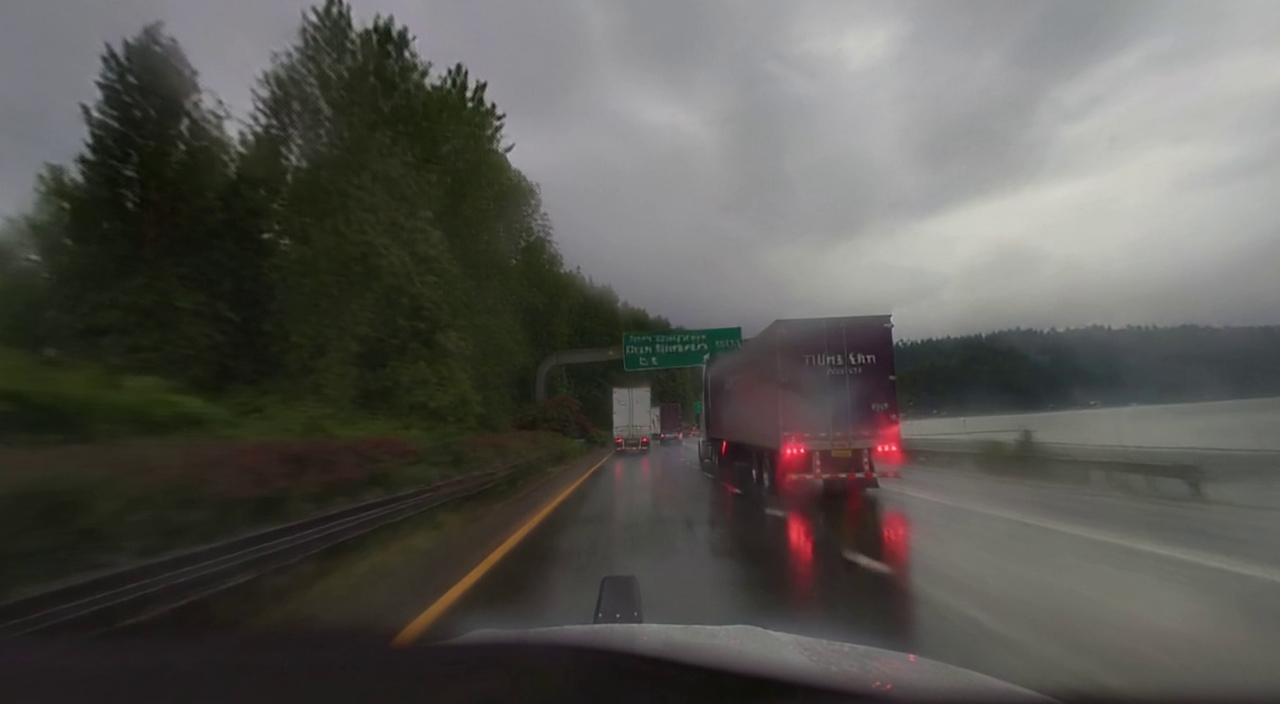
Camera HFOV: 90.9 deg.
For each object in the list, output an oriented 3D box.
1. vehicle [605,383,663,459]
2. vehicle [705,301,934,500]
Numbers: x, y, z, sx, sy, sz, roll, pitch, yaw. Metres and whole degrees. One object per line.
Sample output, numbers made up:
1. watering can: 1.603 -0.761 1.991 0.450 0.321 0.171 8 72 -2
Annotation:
1. vehicle: -0.447 4.261 37.687 2.958 3.917 10.196 0 -8 -1
2. vehicle: 4.444 1.930 20.355 2.856 4.145 14.500 0 -8 -1
